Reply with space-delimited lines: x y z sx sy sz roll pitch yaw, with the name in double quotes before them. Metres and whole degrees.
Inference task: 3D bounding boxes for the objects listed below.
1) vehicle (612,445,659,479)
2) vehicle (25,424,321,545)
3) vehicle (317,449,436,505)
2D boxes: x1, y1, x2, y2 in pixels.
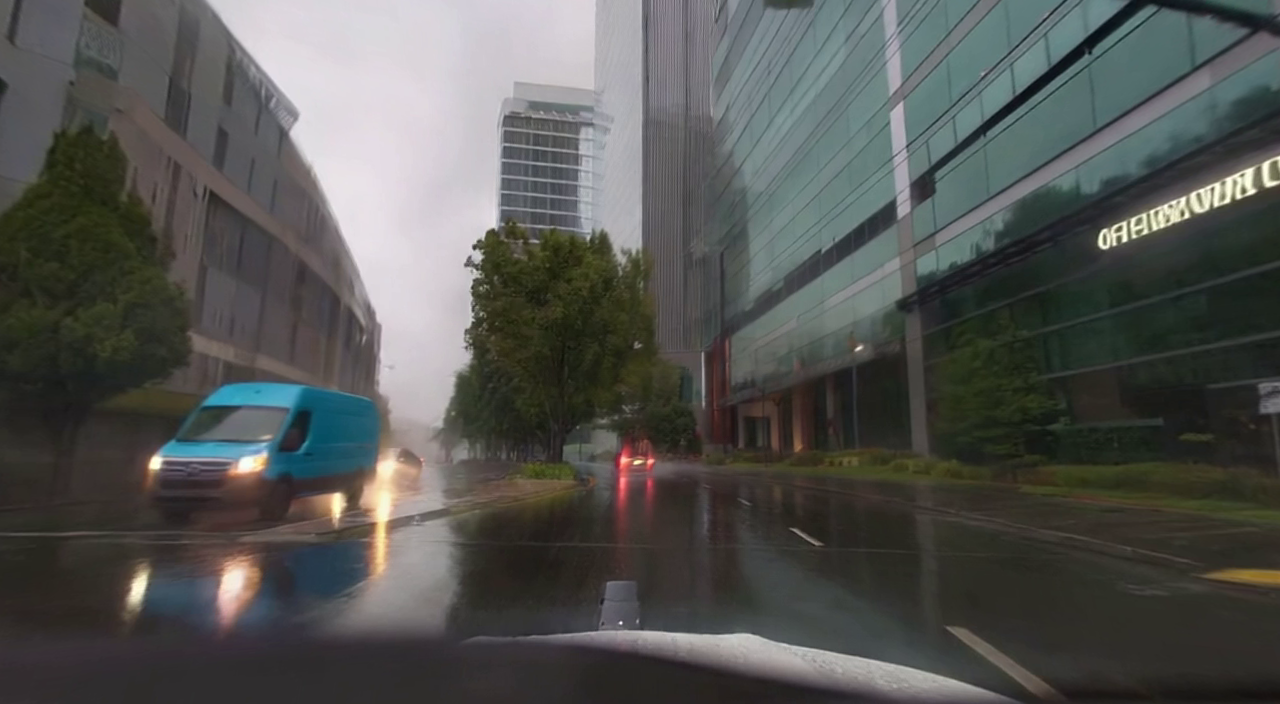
"vehicle" -0.339 6.342 36.681 2.129 1.816 4.851 1 -9 -7
"vehicle" -7.858 2.246 11.347 2.028 1.718 4.479 1 -9 -3
"vehicle" -8.158 3.867 19.942 2.004 1.549 3.947 0 -9 0
